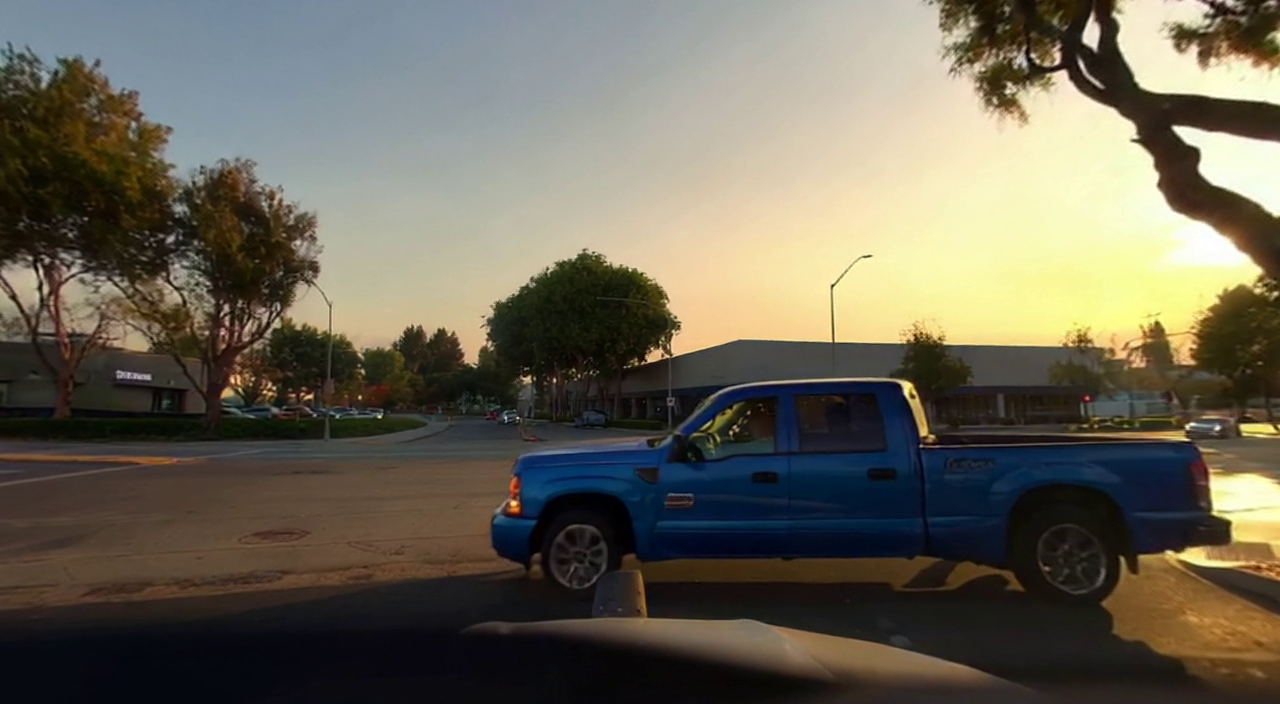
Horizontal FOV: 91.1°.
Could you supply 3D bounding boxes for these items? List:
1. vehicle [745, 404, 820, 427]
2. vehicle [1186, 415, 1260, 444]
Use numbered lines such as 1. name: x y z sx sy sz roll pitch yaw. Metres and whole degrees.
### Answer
1. vehicle: 9.837 4.430 43.441 4.674 1.483 1.745 1 -8 -7
2. vehicle: 39.472 5.286 42.451 5.333 1.837 2.124 5 -10 -32
